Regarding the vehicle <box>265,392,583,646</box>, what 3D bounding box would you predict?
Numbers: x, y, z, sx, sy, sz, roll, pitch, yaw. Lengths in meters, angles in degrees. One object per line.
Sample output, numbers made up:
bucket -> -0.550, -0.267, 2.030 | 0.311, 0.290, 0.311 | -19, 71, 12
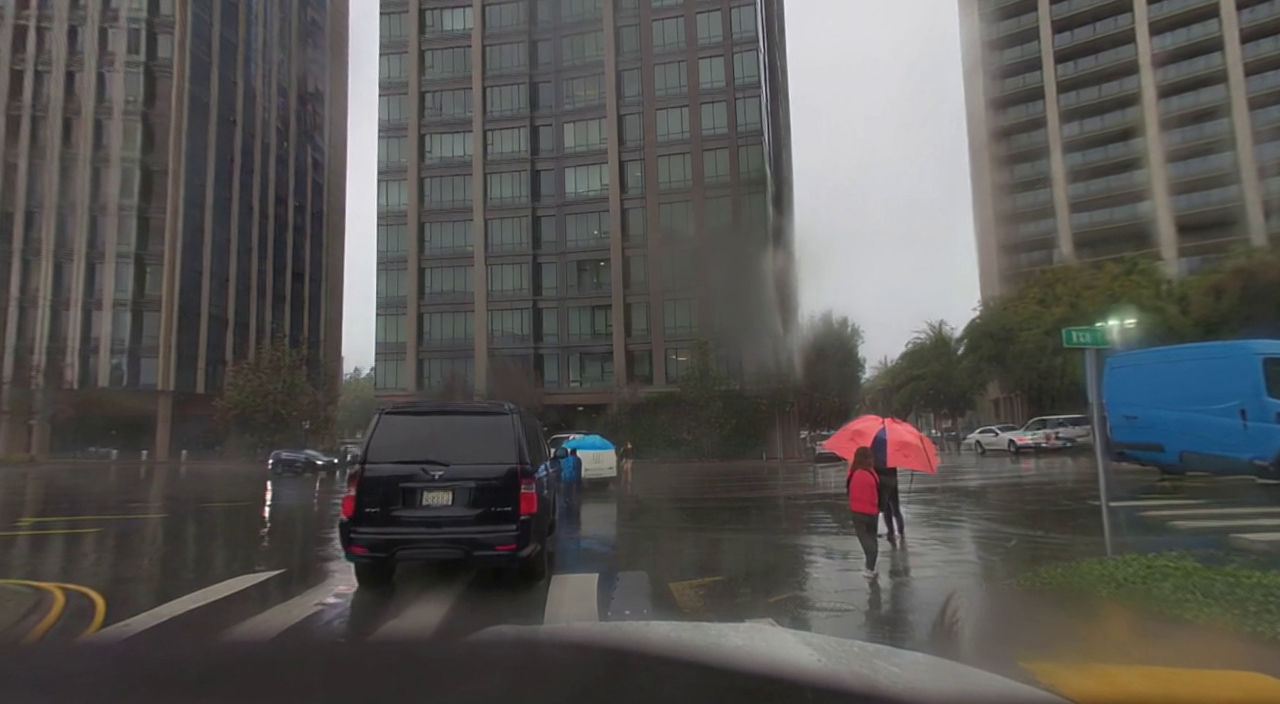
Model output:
vehicle -> -1.734, 1.463, 6.569 | 2.144, 1.733, 4.115 | 1, -8, -7

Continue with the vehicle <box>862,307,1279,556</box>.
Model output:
vehicle -> 6.872, 1.026, 8.235 | 6.932, 2.753, 2.446 | 0, -8, 1
